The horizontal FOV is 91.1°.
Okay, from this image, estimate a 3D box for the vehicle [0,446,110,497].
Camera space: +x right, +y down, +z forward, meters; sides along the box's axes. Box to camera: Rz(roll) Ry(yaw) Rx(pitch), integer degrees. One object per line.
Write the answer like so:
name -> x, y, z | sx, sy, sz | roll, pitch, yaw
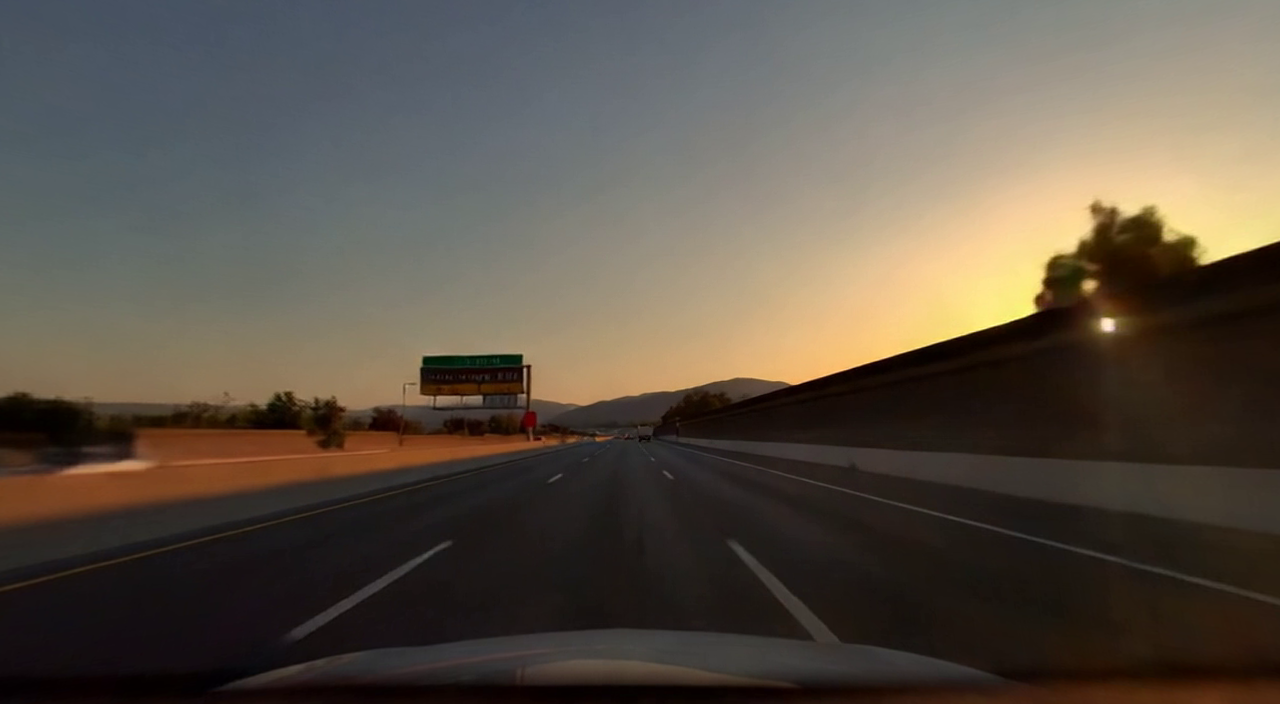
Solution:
vehicle -> -20.843, 4.024, 21.489 | 1.829, 1.515, 4.130 | 0, -8, 0
